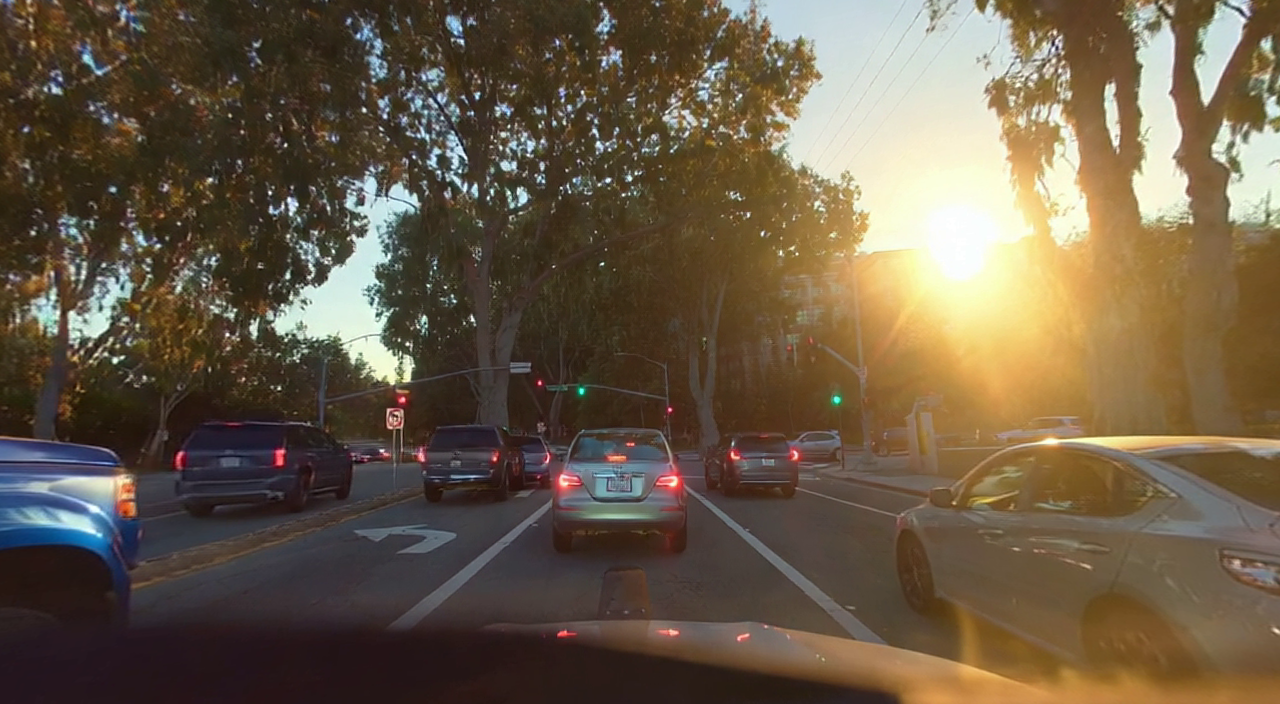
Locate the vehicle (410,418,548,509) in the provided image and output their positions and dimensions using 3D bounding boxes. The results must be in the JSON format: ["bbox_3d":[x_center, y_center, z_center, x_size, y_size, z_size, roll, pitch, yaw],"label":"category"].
[{"bbox_3d":[-3.647,2.622,15.276,2.089,1.857,4.488,0,-8,1],"label":"vehicle"}]

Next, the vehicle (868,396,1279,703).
[{"bbox_3d":[3.004,1.067,3.257,1.874,1.477,4.698,0,-8,0],"label":"vehicle"}]

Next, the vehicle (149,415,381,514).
[{"bbox_3d":[-7.570,2.332,13.573,2.385,1.687,5.025,1,-8,-7],"label":"vehicle"}]

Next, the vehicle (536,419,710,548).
[{"bbox_3d":[-0.226,1.943,9.901,2.194,1.607,3.690,0,-8,0],"label":"vehicle"}]

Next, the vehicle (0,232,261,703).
[{"bbox_3d":[-3.468,0.395,0.561,2.656,2.021,5.800,0,-8,0],"label":"vehicle"}]

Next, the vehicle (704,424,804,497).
[{"bbox_3d":[3.190,3.148,18.645,2.102,1.841,4.587,0,-8,0],"label":"vehicle"}]
